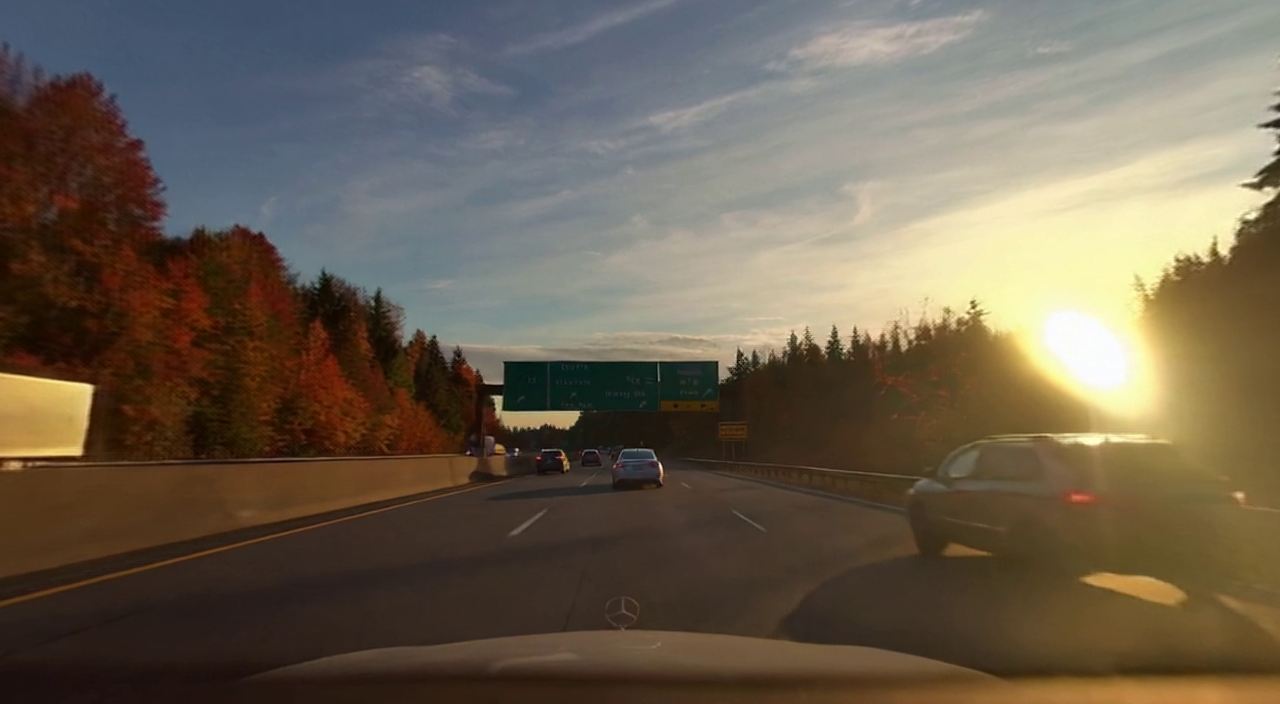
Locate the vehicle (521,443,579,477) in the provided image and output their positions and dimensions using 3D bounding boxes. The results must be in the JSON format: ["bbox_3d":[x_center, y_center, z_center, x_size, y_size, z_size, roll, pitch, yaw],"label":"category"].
[{"bbox_3d":[-4.770,5.832,33.972,2.545,1.679,4.267,0,-9,-1],"label":"vehicle"}]

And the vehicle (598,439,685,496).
[{"bbox_3d":[0.001,3.824,21.076,2.634,1.679,4.070,0,-9,-2],"label":"vehicle"}]

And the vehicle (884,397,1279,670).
[{"bbox_3d":[4.253,1.389,5.913,2.035,1.571,4.413,0,-9,-1],"label":"vehicle"}]
